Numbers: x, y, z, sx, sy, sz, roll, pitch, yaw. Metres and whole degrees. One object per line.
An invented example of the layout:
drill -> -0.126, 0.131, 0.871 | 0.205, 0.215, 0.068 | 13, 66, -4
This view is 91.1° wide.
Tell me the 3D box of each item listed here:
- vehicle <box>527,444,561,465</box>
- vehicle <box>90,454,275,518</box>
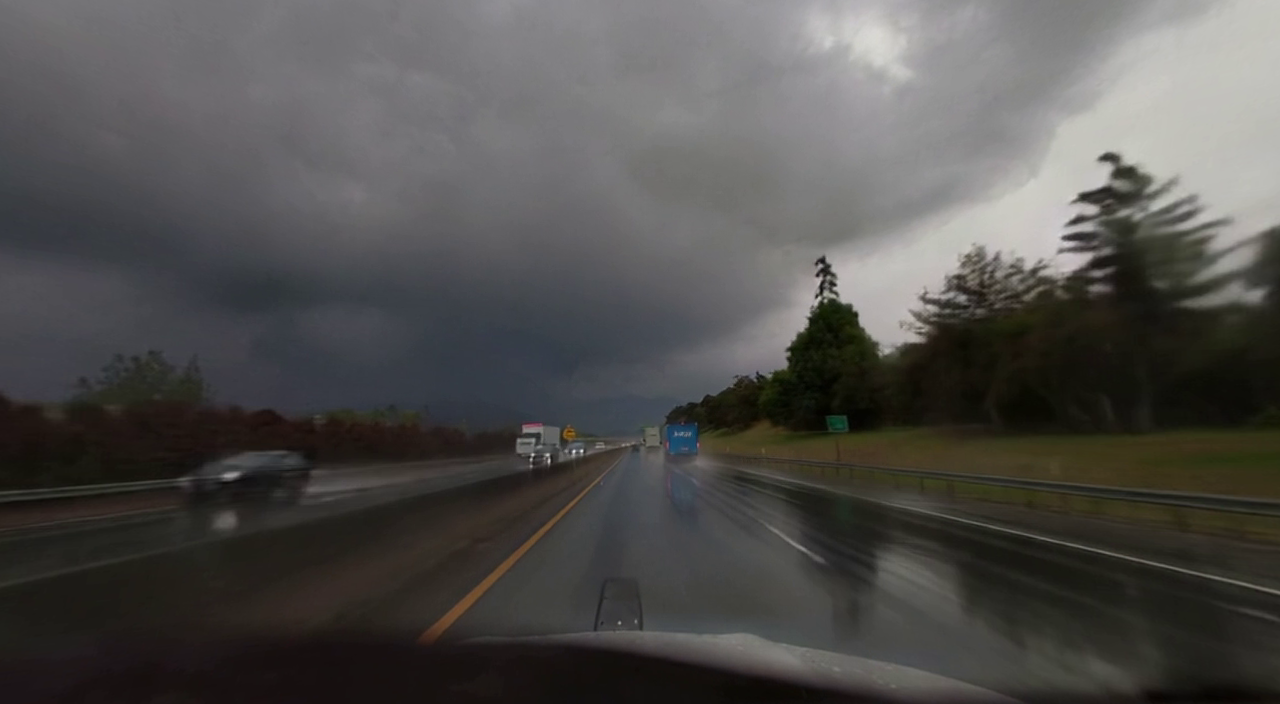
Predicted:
vehicle -> -7.504, 8.075, 49.671 | 1.992, 1.492, 4.794 | 0, -9, 0
vehicle -> -12.460, 3.622, 17.559 | 1.926, 1.505, 4.237 | 0, -9, 1
